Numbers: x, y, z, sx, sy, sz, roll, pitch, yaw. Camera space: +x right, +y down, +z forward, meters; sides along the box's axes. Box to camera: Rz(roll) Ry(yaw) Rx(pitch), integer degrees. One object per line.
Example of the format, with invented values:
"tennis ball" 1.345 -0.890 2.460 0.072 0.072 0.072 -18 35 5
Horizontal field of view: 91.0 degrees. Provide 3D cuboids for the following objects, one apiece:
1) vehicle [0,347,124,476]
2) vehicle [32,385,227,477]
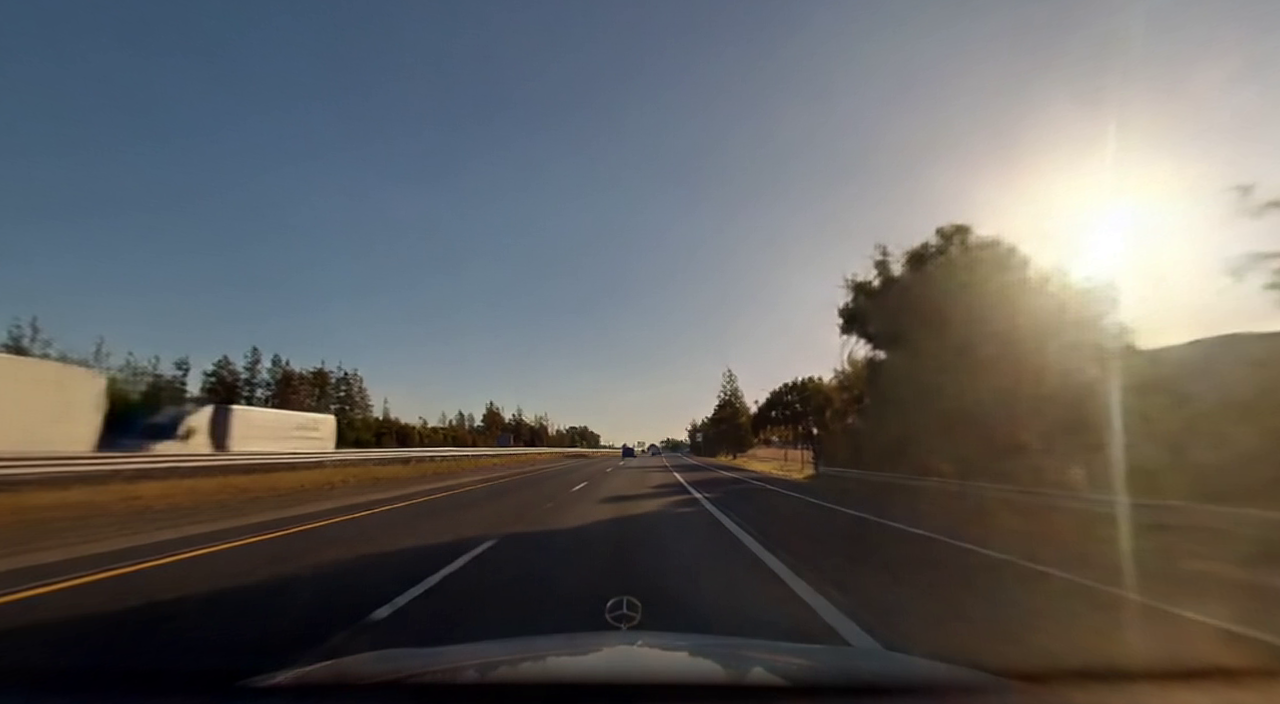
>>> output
"vehicle" -21.307 1.293 15.845 2.889 3.945 15.988 0 -9 1
"vehicle" -24.824 3.998 31.337 3.001 3.995 7.503 0 -8 2
